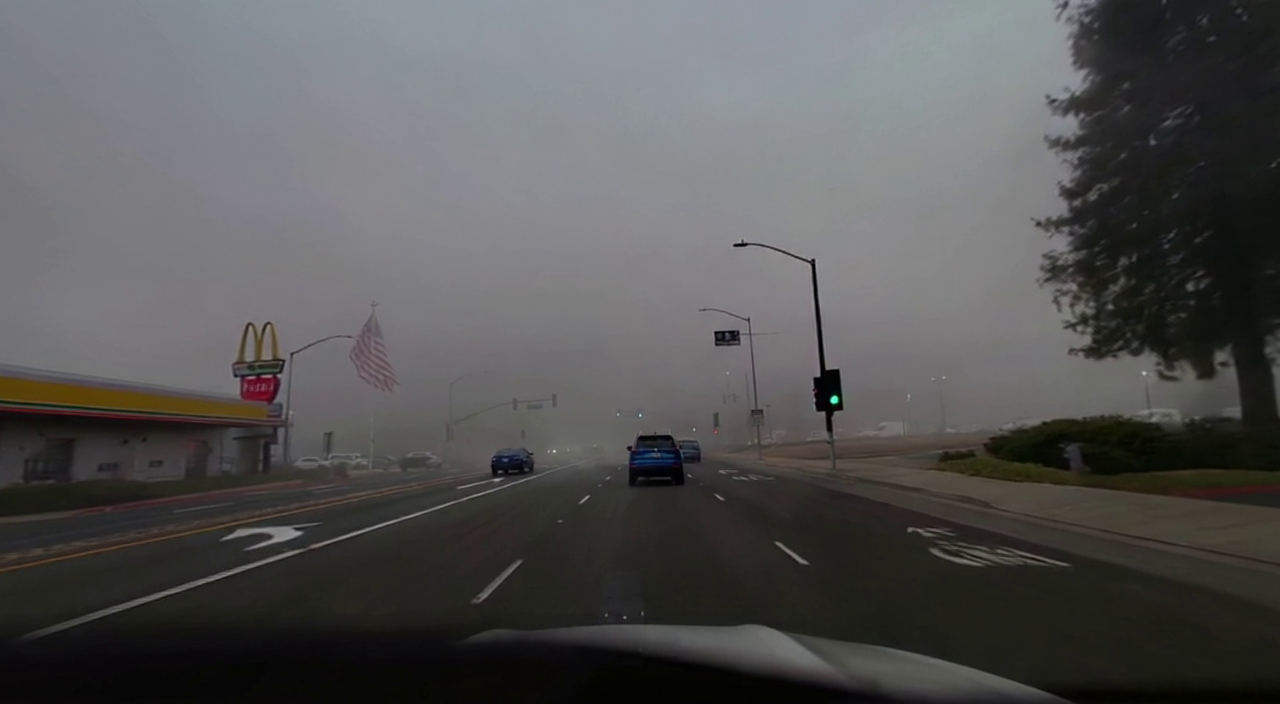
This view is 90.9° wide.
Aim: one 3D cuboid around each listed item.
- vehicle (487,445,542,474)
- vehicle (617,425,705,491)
[{"bbox_3d":[-6.628,5.711,33.852,1.966,1.461,4.422,0,-8,1],"label":"vehicle"},{"bbox_3d":[0.584,3.390,20.630,2.513,1.854,5.235,0,-8,0],"label":"vehicle"}]
